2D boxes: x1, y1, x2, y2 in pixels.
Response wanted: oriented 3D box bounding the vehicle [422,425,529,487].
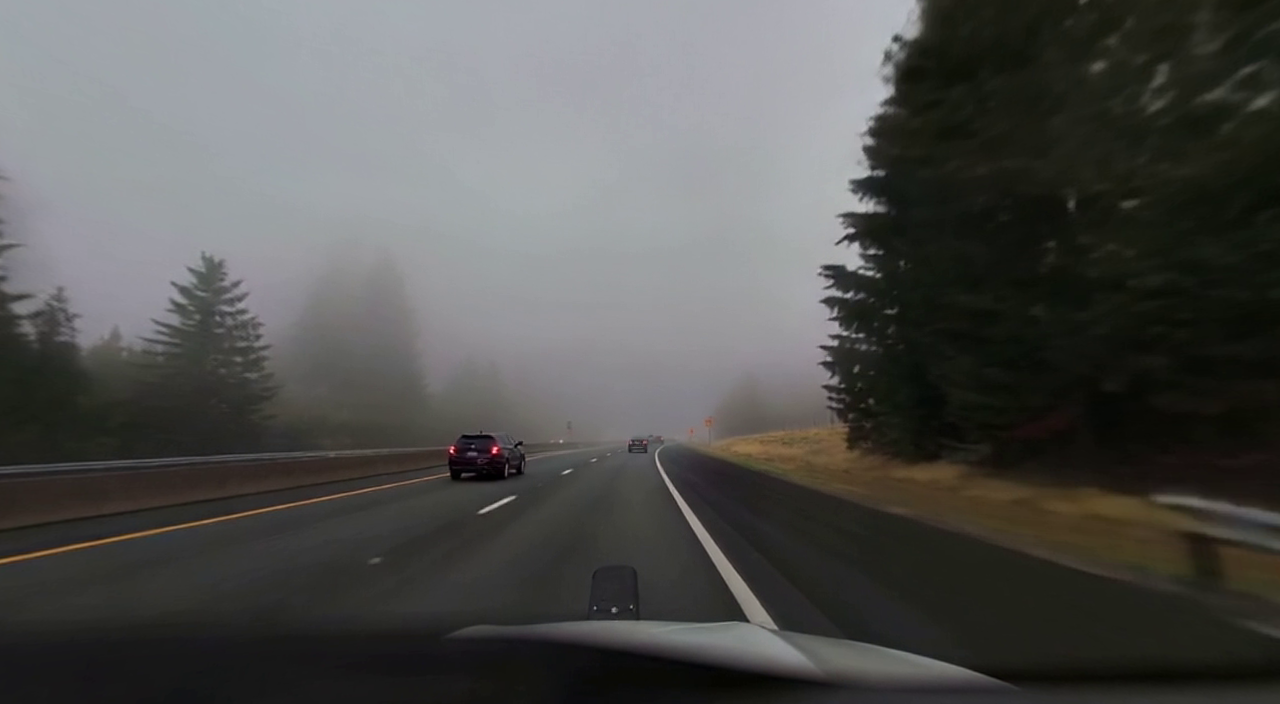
[{"bbox_3d":[-4.817,3.121,19.172,2.075,1.653,4.317,-1,-8,0],"label":"vehicle"}]
